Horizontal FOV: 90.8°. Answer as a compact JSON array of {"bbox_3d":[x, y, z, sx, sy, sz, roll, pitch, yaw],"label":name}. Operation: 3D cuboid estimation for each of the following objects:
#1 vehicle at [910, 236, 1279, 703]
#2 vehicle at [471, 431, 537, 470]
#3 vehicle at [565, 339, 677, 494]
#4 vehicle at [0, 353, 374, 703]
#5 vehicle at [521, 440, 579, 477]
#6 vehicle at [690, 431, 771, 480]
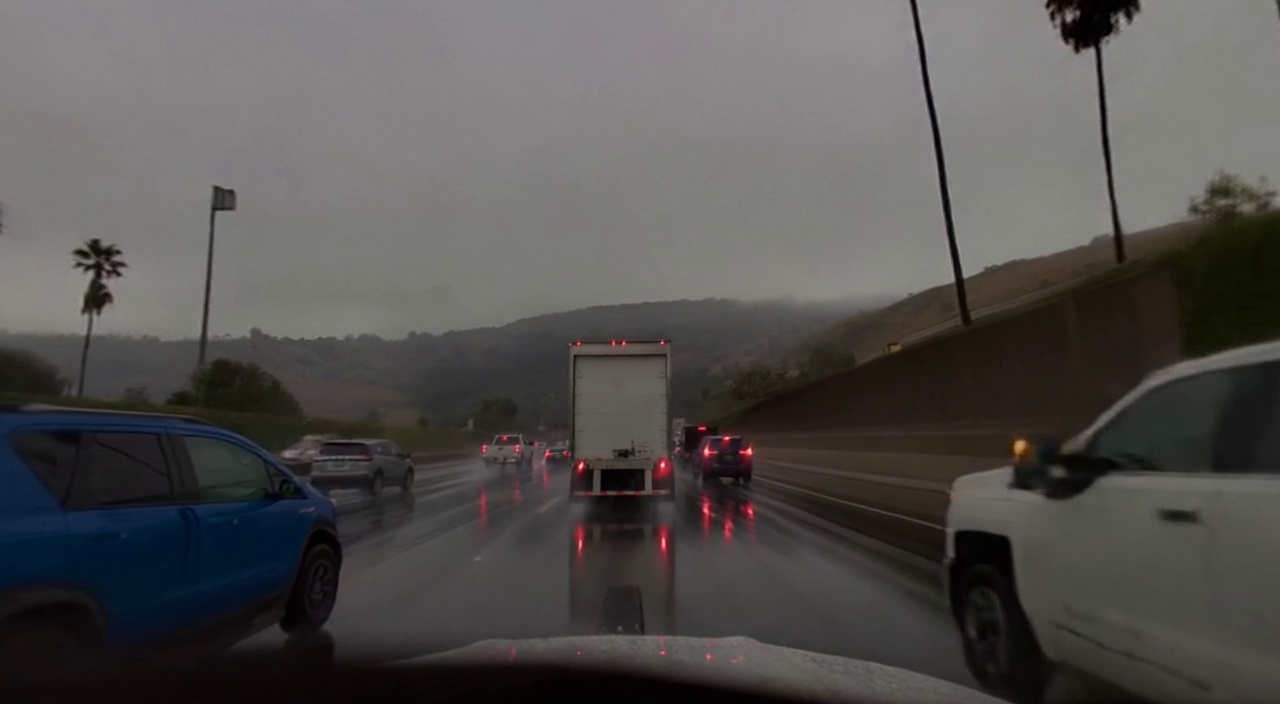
[{"bbox_3d":[2.633,0.517,0.802,2.098,1.827,5.538,0,-9,0],"label":"vehicle"},{"bbox_3d":[-7.384,5.431,34.900,2.344,1.954,5.579,0,-9,1],"label":"vehicle"},{"bbox_3d":[-0.451,2.459,21.882,2.906,4.040,10.743,0,-9,1],"label":"vehicle"},{"bbox_3d":[-3.255,1.020,3.420,1.885,1.654,4.103,0,-9,-1],"label":"vehicle"},{"bbox_3d":[-3.864,4.636,27.787,1.874,1.475,4.328,0,-9,0],"label":"vehicle"},{"bbox_3d":[2.870,3.415,20.988,1.859,1.416,4.695,0,-9,-2],"label":"vehicle"}]
